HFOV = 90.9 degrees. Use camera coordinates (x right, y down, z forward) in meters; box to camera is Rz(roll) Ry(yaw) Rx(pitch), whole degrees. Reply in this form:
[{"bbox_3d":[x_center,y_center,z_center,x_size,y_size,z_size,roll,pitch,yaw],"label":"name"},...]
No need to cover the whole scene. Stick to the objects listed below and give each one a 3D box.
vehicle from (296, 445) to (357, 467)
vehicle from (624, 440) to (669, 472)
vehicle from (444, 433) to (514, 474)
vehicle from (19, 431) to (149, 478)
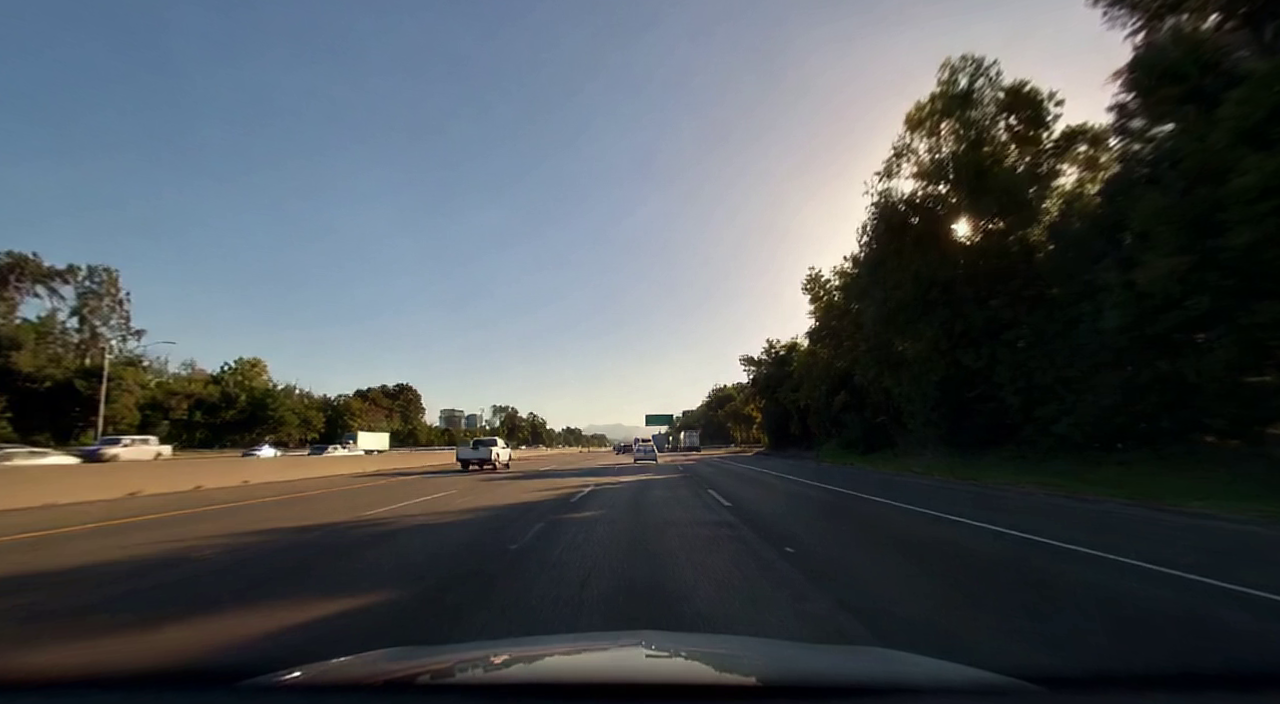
[{"bbox_3d":[-21.618,7.153,43.653,1.850,1.444,4.446,0,-8,1],"label":"vehicle"},{"bbox_3d":[0.292,5.200,31.852,2.112,1.482,4.082,0,-8,0],"label":"vehicle"},{"bbox_3d":[-7.535,4.777,29.972,2.093,1.789,4.399,0,-8,1],"label":"vehicle"},{"bbox_3d":[-29.290,5.395,33.491,2.171,2.237,5.038,0,-8,1],"label":"vehicle"}]
